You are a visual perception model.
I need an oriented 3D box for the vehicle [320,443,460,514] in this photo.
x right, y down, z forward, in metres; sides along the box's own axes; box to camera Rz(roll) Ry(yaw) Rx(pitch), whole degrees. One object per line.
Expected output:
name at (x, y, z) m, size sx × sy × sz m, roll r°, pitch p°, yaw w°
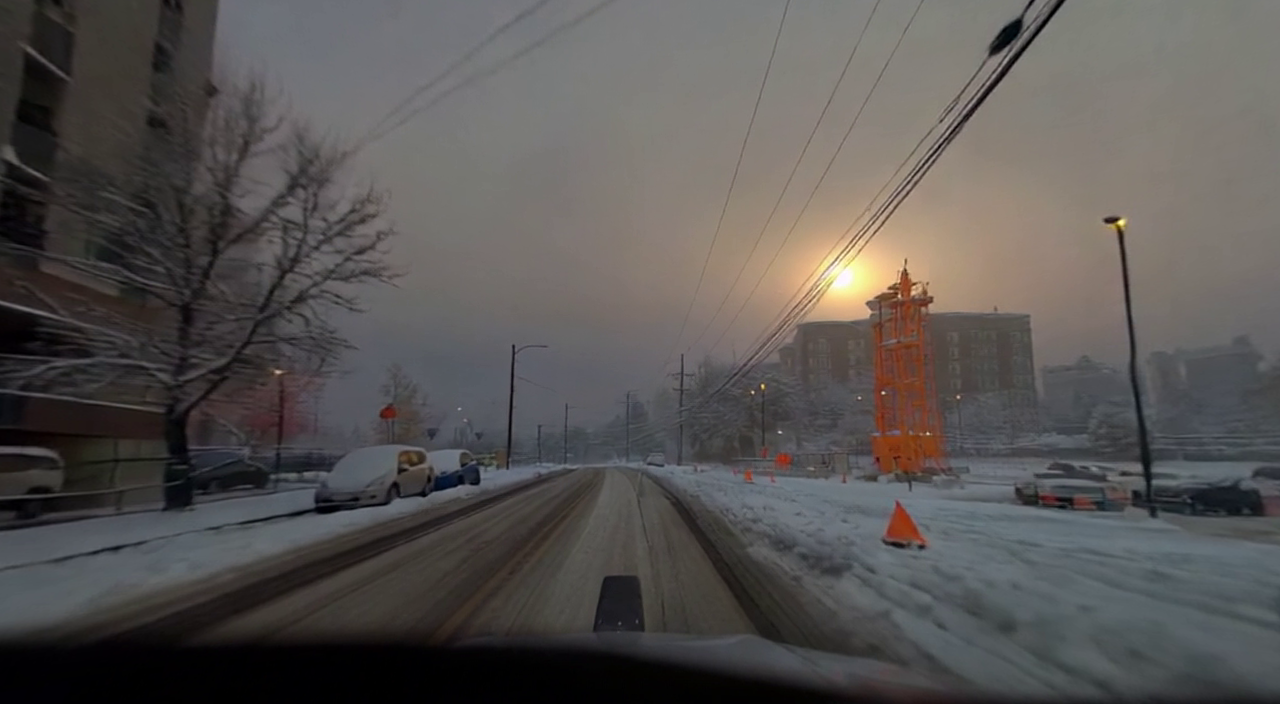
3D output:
vehicle at (-6.572, 3.347, 17.235) m, size 1.998 × 1.633 × 4.673 m, roll 0°, pitch -9°, yaw -1°

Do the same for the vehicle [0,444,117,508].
vehicle at (-15.421, 2.924, 14.938) m, size 4.041 × 1.426 × 2.120 m, roll 5°, pitch -11°, yaw -23°

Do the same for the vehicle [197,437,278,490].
vehicle at (-13.817, 3.820, 21.894) m, size 1.998 × 1.576 × 5.203 m, roll 5°, pitch -10°, yaw -29°
